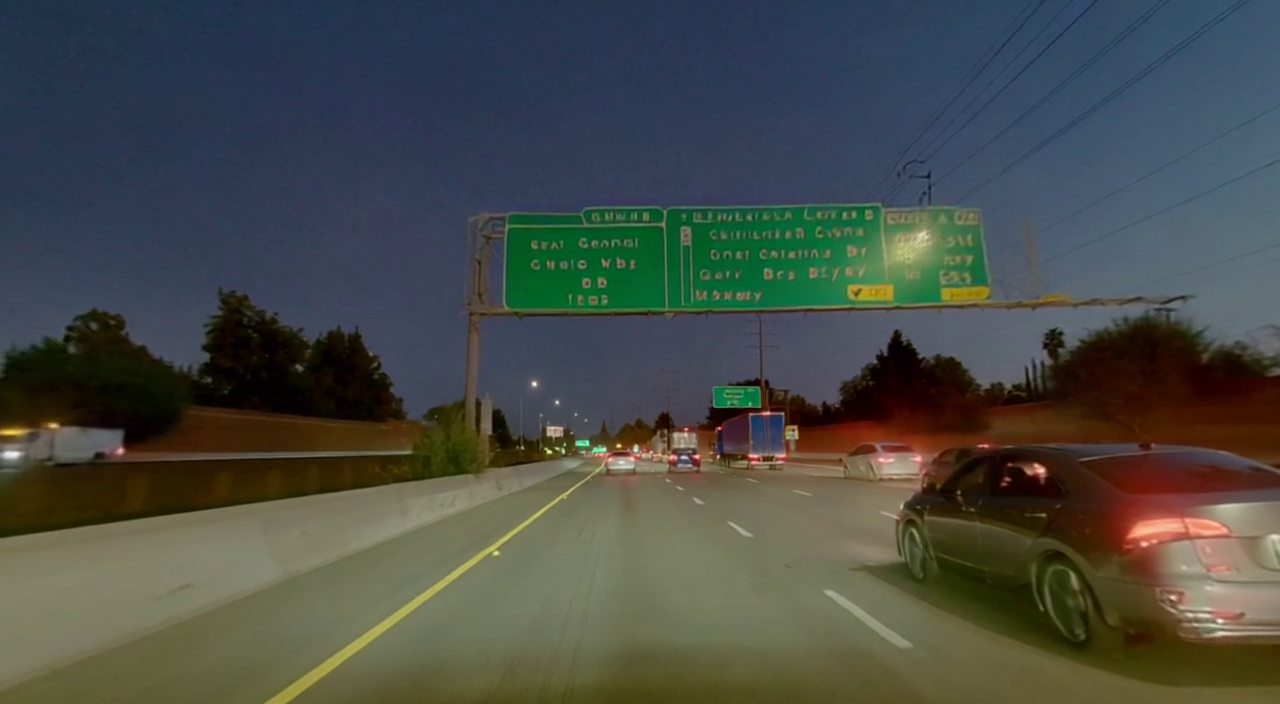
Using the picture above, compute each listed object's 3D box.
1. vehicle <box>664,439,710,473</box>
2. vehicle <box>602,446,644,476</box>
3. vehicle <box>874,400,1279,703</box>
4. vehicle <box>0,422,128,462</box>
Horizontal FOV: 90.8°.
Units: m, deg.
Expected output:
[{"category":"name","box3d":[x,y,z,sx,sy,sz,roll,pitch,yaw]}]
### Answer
[{"category":"vehicle","box3d":[2.643,6.040,36.832,2.114,1.849,4.692,0,-9,-3]},{"category":"vehicle","box3d":[-0.906,5.746,33.502,2.083,1.477,3.965,0,-9,-2]},{"category":"vehicle","box3d":[3.289,1.160,3.958,1.922,1.465,4.165,0,-9,-2]},{"category":"vehicle","box3d":[-34.841,5.417,37.787,2.471,2.188,7.394,0,-9,-3]}]
